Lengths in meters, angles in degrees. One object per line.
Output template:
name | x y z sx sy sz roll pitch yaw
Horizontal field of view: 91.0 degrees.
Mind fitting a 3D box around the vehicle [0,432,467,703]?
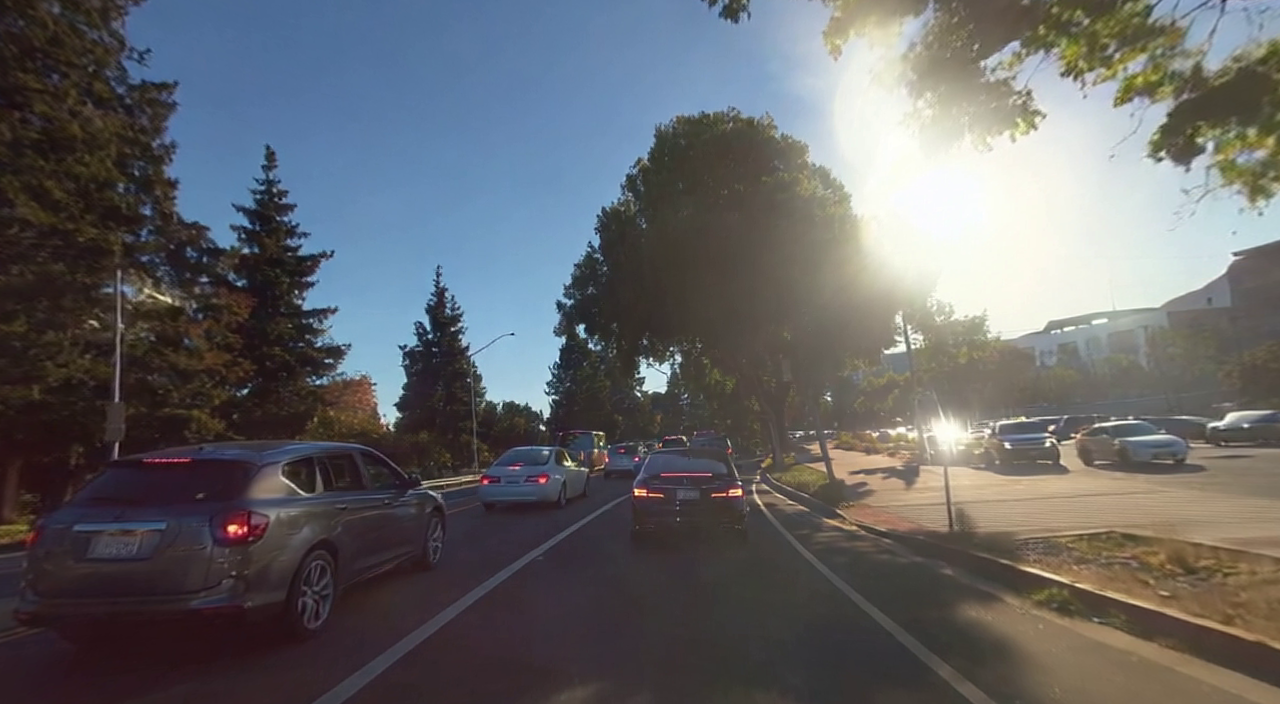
vehicle | -3.248 1.542 5.724 1.940 1.502 4.241 -1 -9 3

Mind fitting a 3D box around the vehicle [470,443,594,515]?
vehicle | -2.456 3.013 15.494 1.870 1.490 4.187 -1 -9 7

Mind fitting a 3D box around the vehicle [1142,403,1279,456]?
vehicle | 20.283 2.800 22.546 1.902 1.529 3.937 -7 -9 13

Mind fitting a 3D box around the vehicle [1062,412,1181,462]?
vehicle | 17.491 3.129 23.126 1.803 1.518 3.893 -7 -9 12

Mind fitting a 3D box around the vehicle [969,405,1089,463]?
vehicle | 14.296 3.120 23.541 2.288 1.933 4.612 -2 -9 12

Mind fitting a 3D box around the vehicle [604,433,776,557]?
vehicle | 0.777 2.105 10.012 2.142 1.528 4.133 -1 -9 5
